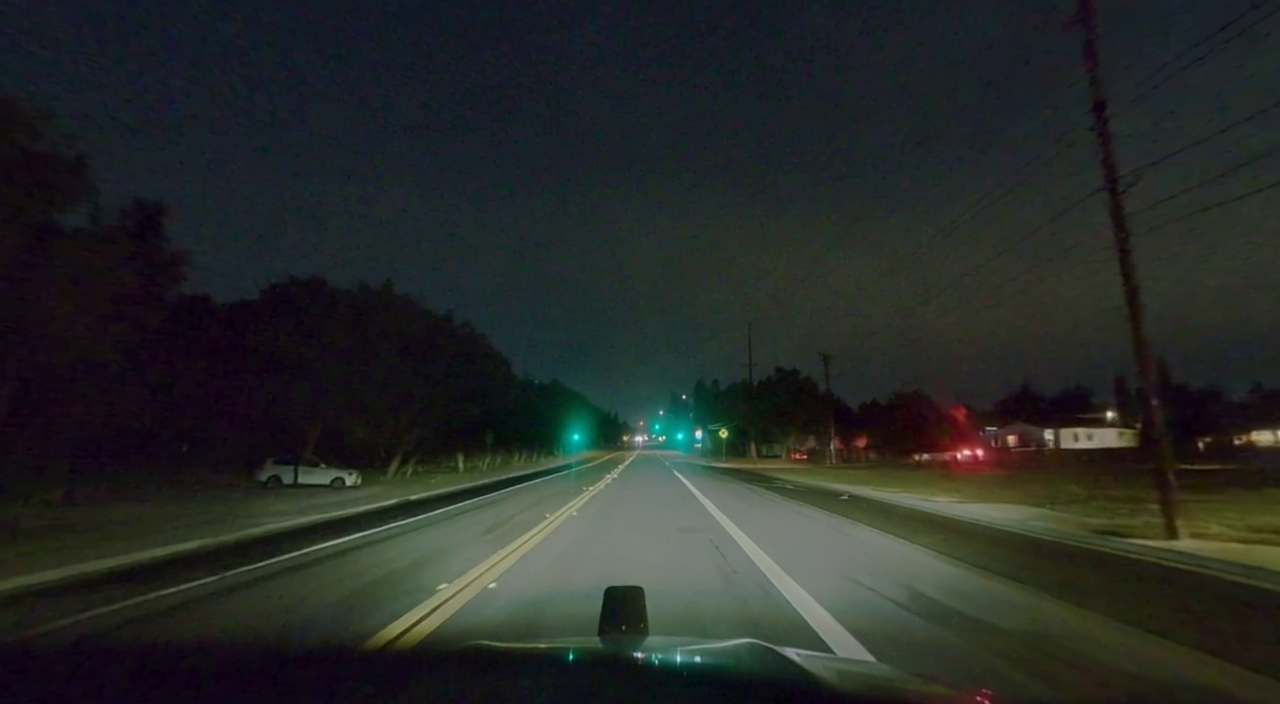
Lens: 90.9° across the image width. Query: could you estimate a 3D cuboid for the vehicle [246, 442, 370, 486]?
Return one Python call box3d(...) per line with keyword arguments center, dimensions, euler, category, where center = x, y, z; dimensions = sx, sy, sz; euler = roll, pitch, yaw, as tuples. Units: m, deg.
box3d(center=(-13.842, 4.639, 26.364), dimensions=(4.310, 1.723, 1.915), euler=(-2, -9, 15), category="vehicle")
